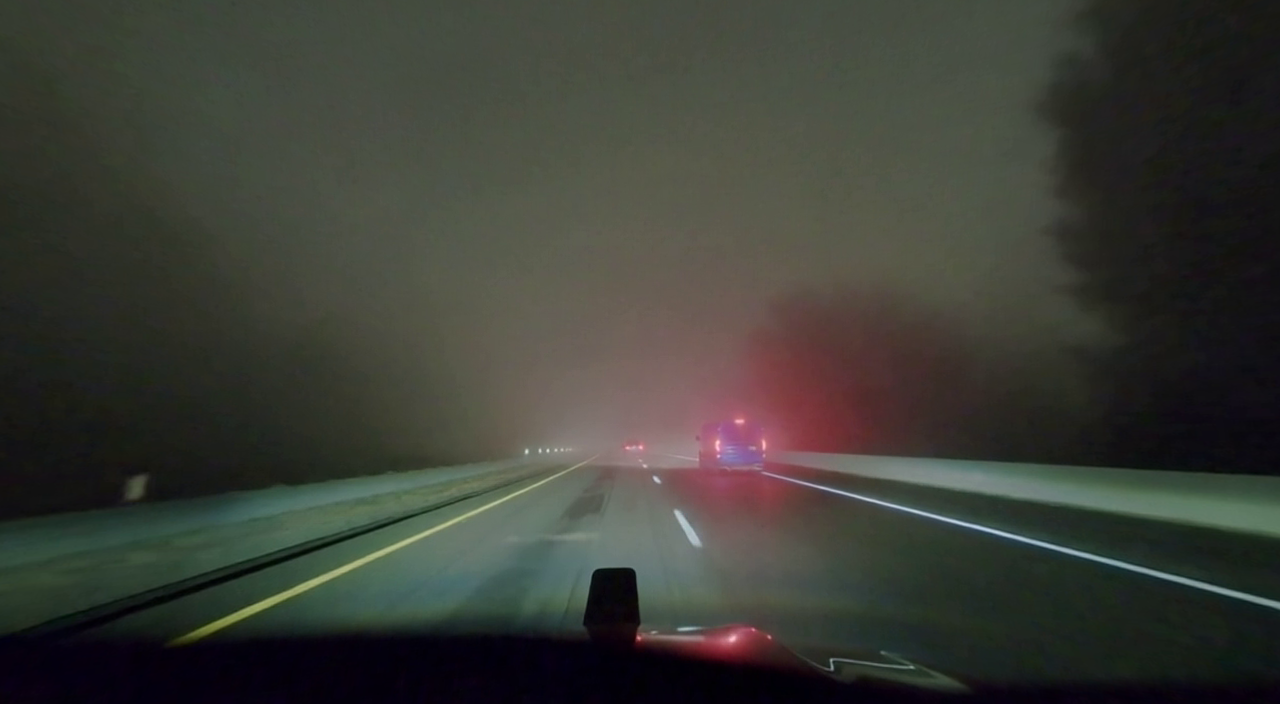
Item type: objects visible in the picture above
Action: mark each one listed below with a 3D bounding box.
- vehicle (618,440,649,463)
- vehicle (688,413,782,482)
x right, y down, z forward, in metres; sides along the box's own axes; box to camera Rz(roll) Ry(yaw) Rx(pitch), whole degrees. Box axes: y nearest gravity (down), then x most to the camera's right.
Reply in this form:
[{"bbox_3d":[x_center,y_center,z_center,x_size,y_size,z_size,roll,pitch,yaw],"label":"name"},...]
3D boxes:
[{"bbox_3d":[-0.450,6.868,43.530,2.005,1.466,3.739,0,-8,0],"label":"vehicle"},{"bbox_3d":[3.048,3.218,21.372,2.269,2.048,4.679,0,-8,-2],"label":"vehicle"}]
